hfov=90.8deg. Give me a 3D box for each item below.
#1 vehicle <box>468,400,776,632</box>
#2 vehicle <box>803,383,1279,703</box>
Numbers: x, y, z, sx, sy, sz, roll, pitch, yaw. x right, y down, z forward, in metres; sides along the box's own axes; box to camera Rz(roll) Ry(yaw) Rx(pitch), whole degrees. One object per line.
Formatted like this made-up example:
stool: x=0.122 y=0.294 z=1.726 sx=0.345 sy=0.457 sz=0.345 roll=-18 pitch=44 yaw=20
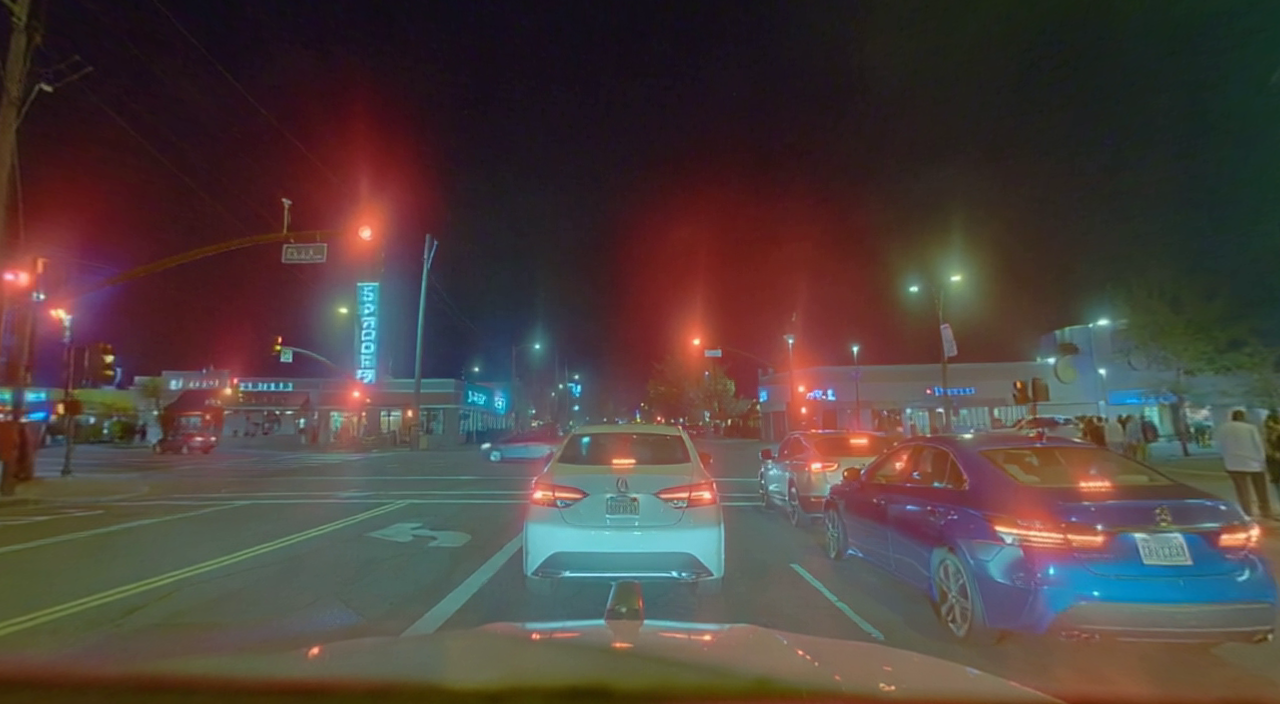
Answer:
vehicle: x=-0.146 y=1.485 z=6.804 sx=2.123 sy=1.589 sz=4.702 roll=0 pitch=-8 yaw=-1
vehicle: x=3.038 y=1.304 z=5.449 sx=1.983 sy=1.654 sz=4.354 roll=0 pitch=-8 yaw=-2
